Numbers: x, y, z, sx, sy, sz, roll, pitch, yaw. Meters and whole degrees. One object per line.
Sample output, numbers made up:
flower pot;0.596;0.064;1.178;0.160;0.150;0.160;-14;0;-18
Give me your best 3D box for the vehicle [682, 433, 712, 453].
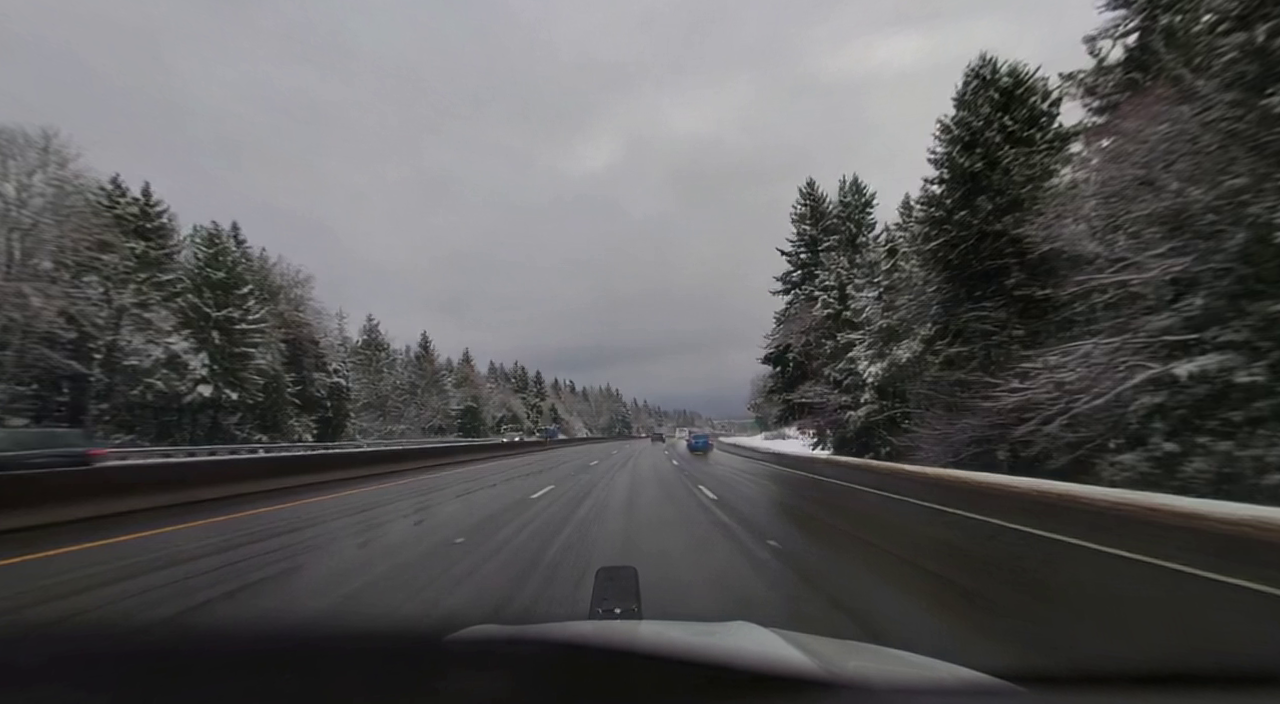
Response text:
vehicle;4.335;7.008;48.561;1.982;1.452;4.294;0;-8;1
